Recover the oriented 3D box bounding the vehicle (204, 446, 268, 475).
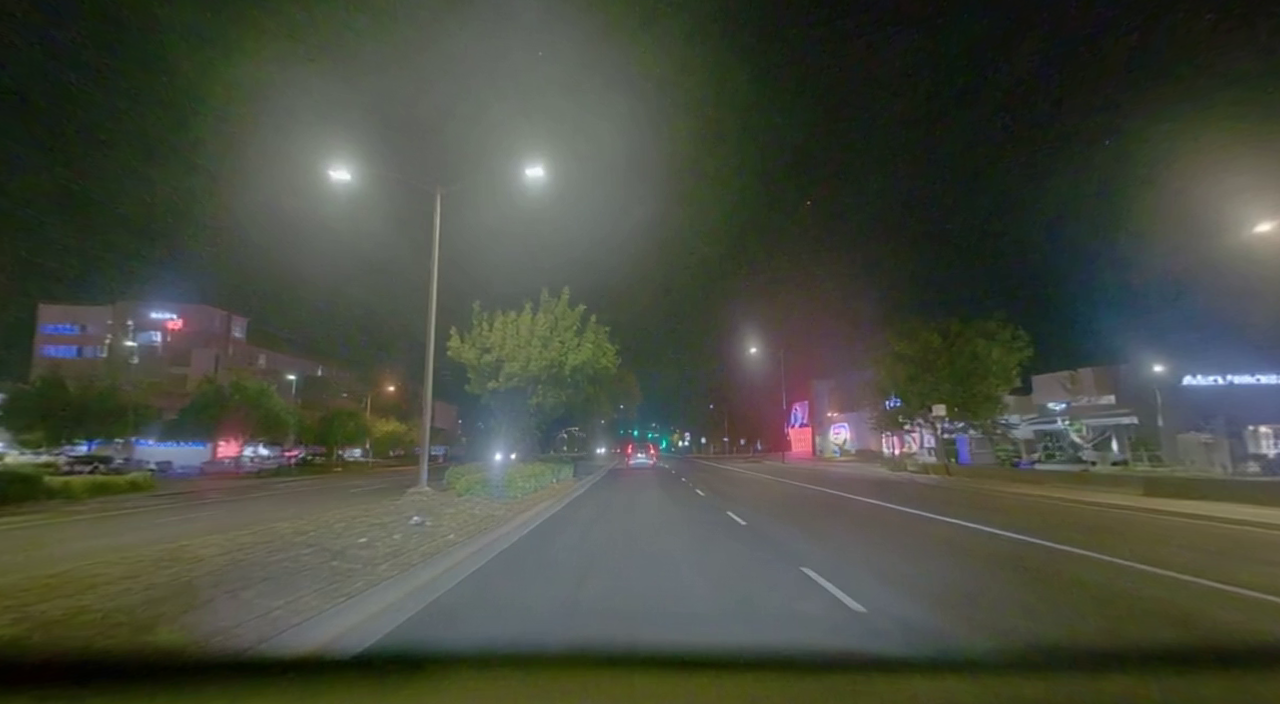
[{"bbox_3d":[-28.262,7.580,44.239,2.061,1.871,5.360,2,-9,-14],"label":"vehicle"}]

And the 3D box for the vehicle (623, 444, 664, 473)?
[{"bbox_3d":[0.106,5.556,33.059,1.998,1.452,3.773,0,-8,-2],"label":"vehicle"}]

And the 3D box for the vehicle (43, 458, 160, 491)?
[{"bbox_3d":[-27.619,6.250,32.522,1.925,1.450,4.770,0,-9,-1],"label":"vehicle"}]

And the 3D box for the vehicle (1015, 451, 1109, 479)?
[{"bbox_3d":[24.292,6.491,36.498,1.863,1.454,4.758,1,-9,-5],"label":"vehicle"}]
